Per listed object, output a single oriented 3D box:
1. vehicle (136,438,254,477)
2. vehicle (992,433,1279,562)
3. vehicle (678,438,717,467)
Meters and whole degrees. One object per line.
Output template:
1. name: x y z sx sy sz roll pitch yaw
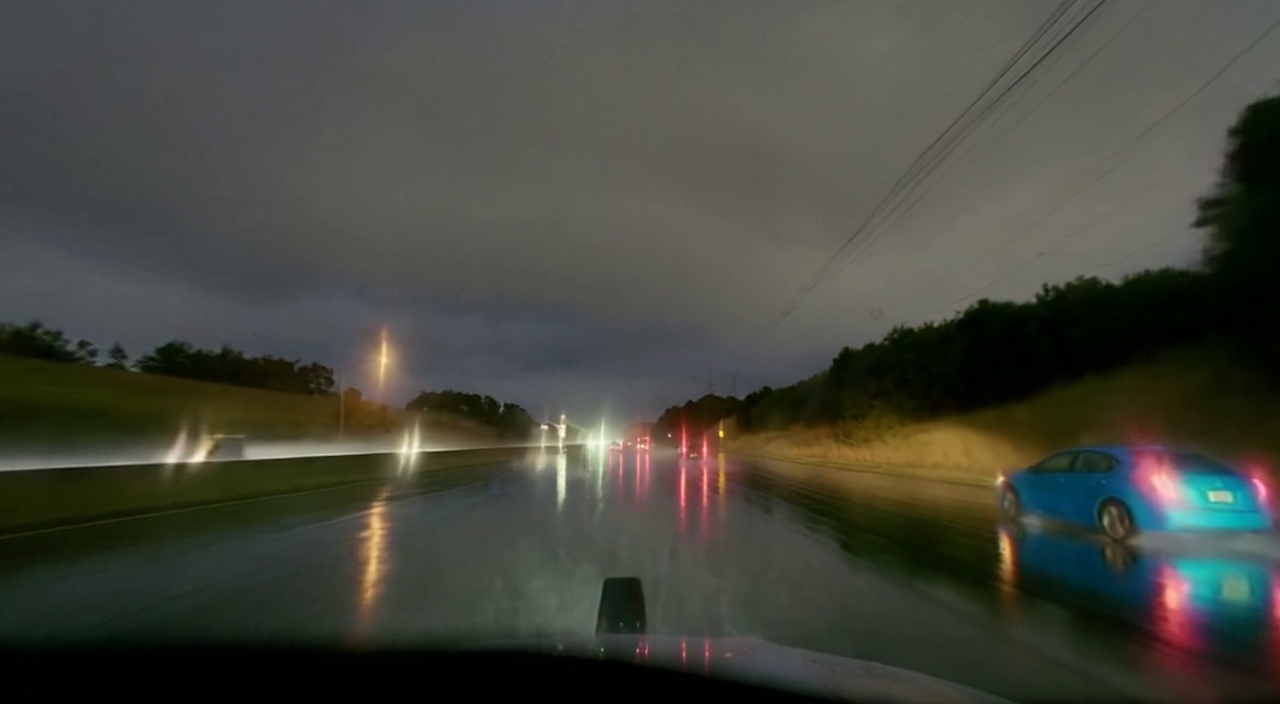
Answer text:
1. vehicle: -23.583 5.595 33.764 2.080 1.823 5.737 0 -8 1
2. vehicle: 8.057 2.144 10.172 1.970 1.545 4.818 1 -8 0
3. vehicle: 3.811 6.758 42.563 2.159 1.782 4.673 1 -8 0
